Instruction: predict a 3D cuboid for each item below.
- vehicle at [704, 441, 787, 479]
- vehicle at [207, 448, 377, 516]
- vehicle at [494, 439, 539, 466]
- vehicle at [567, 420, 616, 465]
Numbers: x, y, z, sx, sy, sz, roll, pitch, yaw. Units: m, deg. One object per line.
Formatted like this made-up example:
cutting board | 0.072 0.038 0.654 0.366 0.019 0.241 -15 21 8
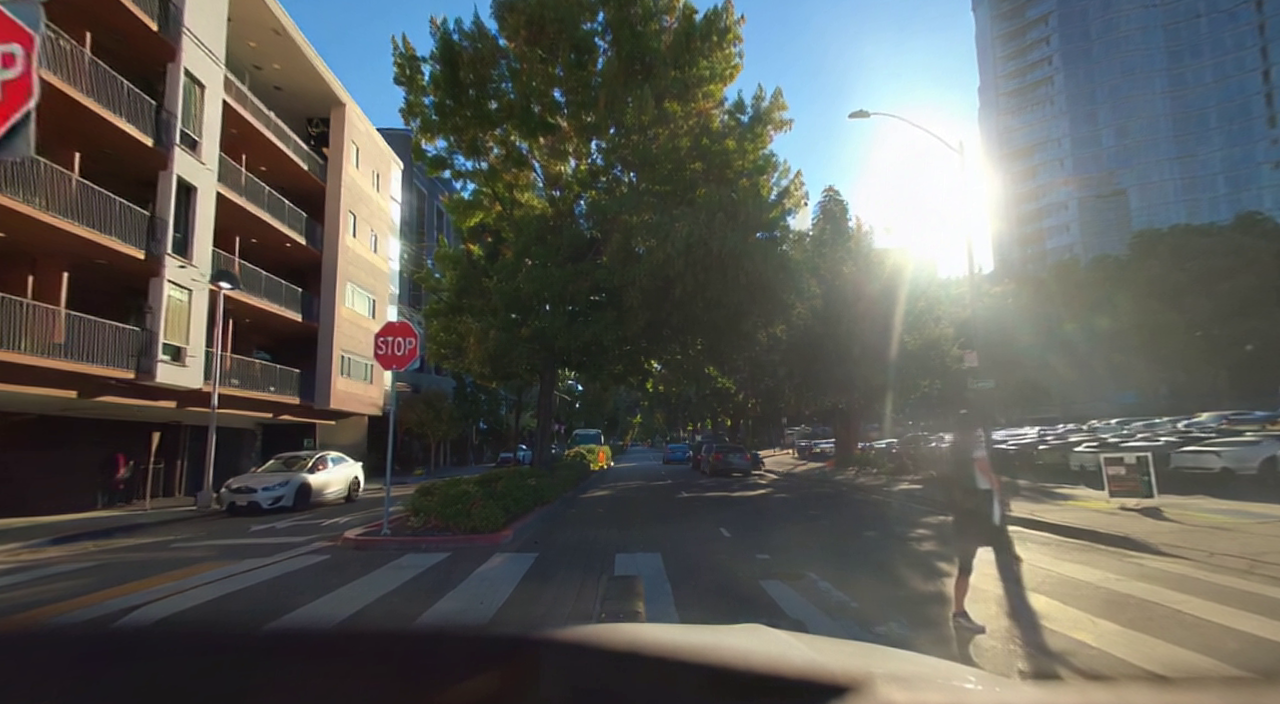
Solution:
vehicle | 4.588 4.562 26.985 1.858 1.491 4.329 -5 -10 33
vehicle | -8.797 3.285 16.528 2.007 1.503 4.343 0 -8 -1
vehicle | -8.871 7.234 45.599 2.256 1.802 4.333 0 -8 2
vehicle | -2.977 5.757 40.109 2.317 2.596 6.053 0 -8 3
